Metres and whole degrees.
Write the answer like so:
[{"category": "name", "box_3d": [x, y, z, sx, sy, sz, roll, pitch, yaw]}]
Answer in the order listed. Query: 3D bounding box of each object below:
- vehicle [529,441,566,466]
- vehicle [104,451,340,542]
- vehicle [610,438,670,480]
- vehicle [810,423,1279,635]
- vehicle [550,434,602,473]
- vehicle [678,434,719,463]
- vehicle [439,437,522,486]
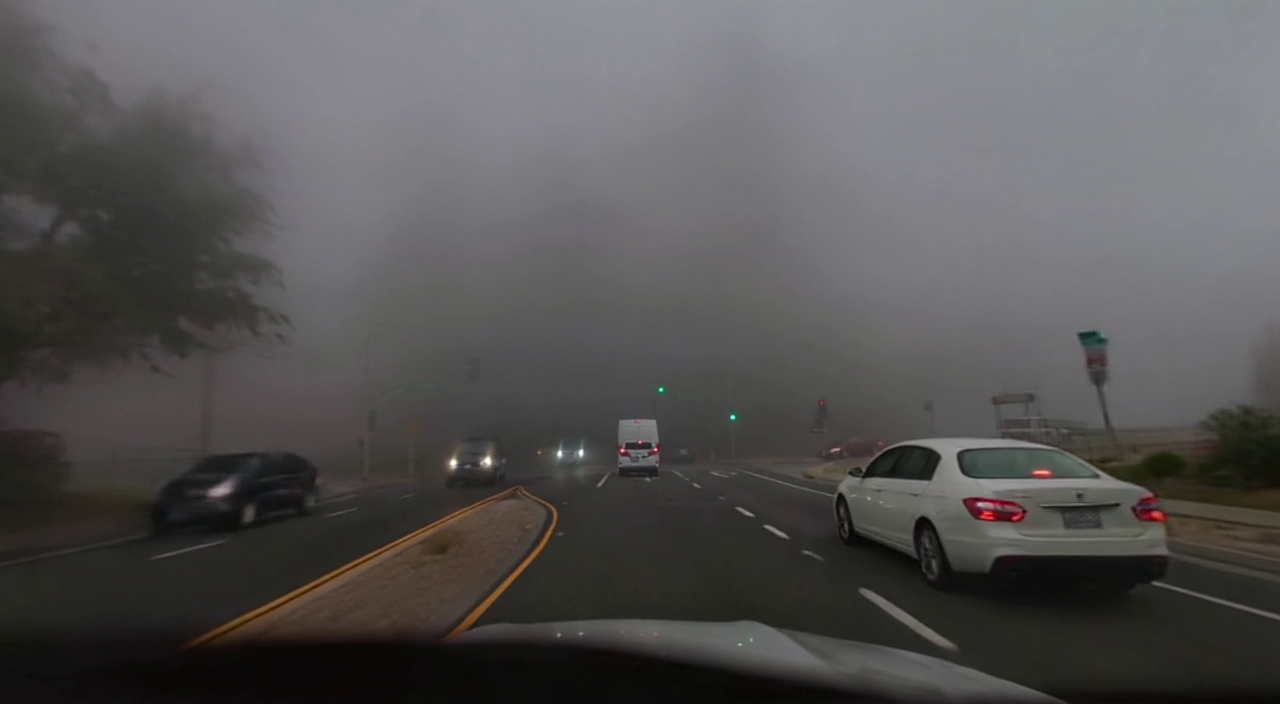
[{"category": "vehicle", "box_3d": [-6.431, 7.117, 44.405, 2.051, 1.663, 4.031, 0, -8, 0]}, {"category": "vehicle", "box_3d": [-8.193, 2.817, 13.048, 1.938, 1.461, 4.493, 0, -8, -2]}, {"category": "vehicle", "box_3d": [-0.012, 4.082, 24.498, 2.114, 1.483, 4.207, 0, -8, -1]}, {"category": "vehicle", "box_3d": [3.414, 1.537, 6.625, 1.973, 1.447, 4.402, 0, -8, -1]}, {"category": "vehicle", "box_3d": [-3.066, 4.977, 31.338, 2.083, 1.741, 5.530, 0, -8, -1]}, {"category": "vehicle", "box_3d": [3.938, 6.589, 43.251, 2.187, 1.847, 4.553, 0, -8, -2]}, {"category": "vehicle", "box_3d": [-6.306, 4.362, 25.596, 2.146, 1.768, 4.664, 0, -8, 0]}]
